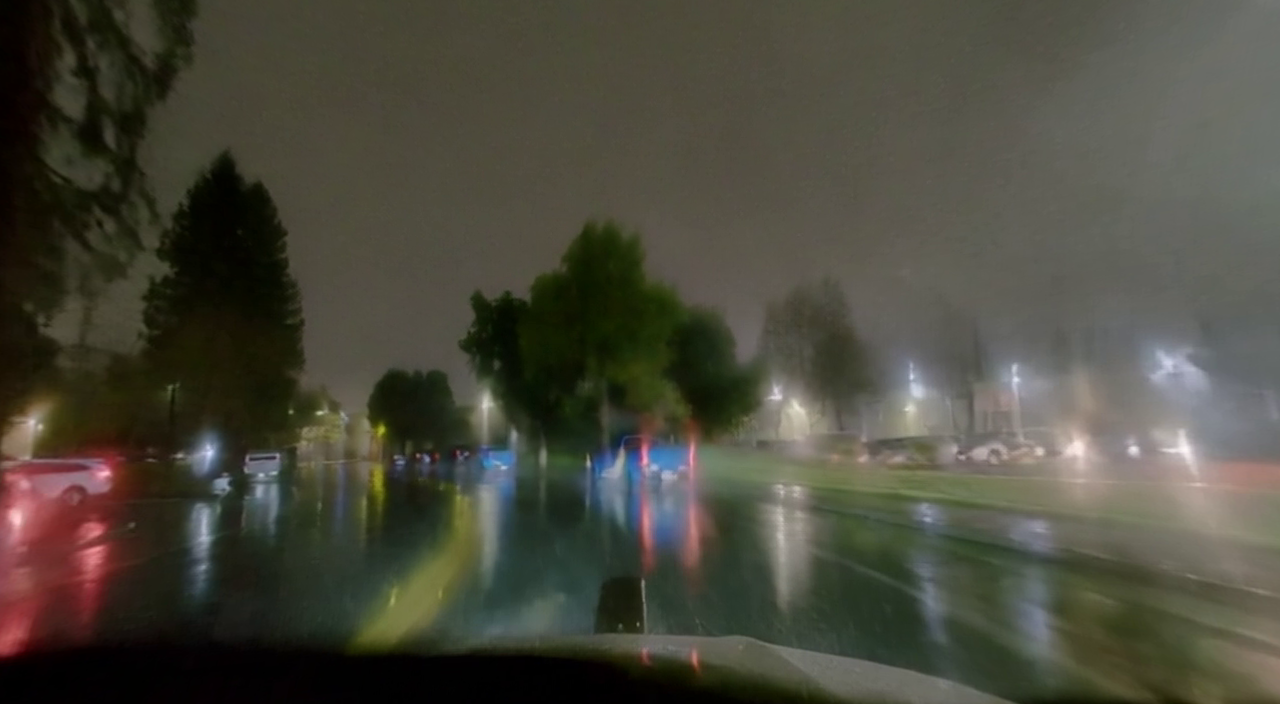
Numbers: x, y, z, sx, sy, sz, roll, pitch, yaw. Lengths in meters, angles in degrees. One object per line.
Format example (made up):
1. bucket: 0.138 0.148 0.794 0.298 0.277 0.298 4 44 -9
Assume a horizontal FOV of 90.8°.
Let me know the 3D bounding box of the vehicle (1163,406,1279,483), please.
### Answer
1. vehicle: 15.057 2.193 15.028 5.110 1.570 2.206 5 -10 -30

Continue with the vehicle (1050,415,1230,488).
1. vehicle: 13.675 2.634 17.277 4.372 1.723 2.229 3 -8 -29

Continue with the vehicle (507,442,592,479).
1. vehicle: -4.202 4.875 28.802 2.053 1.519 4.611 5 -10 -32

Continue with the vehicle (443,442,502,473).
1. vehicle: -10.248 6.361 38.401 2.055 1.731 4.686 5 -10 -32

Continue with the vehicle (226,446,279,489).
1. vehicle: -20.019 5.850 32.585 2.154 1.870 5.118 2 -8 -32

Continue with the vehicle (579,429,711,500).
1. vehicle: -0.028 3.361 19.808 2.042 1.817 5.202 3 -7 -25

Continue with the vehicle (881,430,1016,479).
1. vehicle: 10.532 3.455 21.536 4.225 1.517 2.036 5 -10 -31

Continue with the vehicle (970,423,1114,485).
1. vehicle: 12.461 3.126 19.544 4.243 1.470 2.010 0 -9 -33
